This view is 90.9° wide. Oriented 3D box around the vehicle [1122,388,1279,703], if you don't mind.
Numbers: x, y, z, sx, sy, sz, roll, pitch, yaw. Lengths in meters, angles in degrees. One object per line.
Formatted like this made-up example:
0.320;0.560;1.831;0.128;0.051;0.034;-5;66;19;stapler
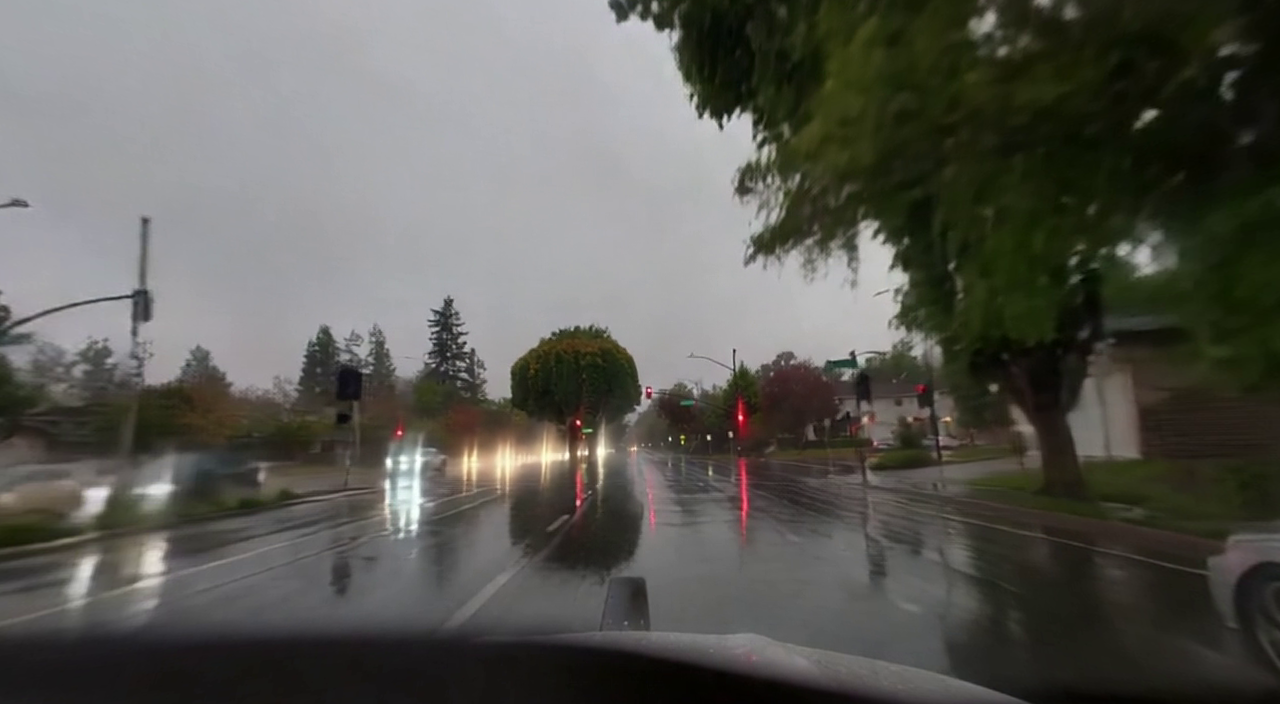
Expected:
4.198;0.847;2.289;2.018;1.591;3.564;-1;-9;0;vehicle

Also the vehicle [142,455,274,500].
-16.852;4.886;24.939;1.946;1.502;4.557;-1;-9;1;vehicle

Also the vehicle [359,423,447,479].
-13.151;5.547;35.521;2.357;2.798;6.419;-1;-9;1;vehicle
